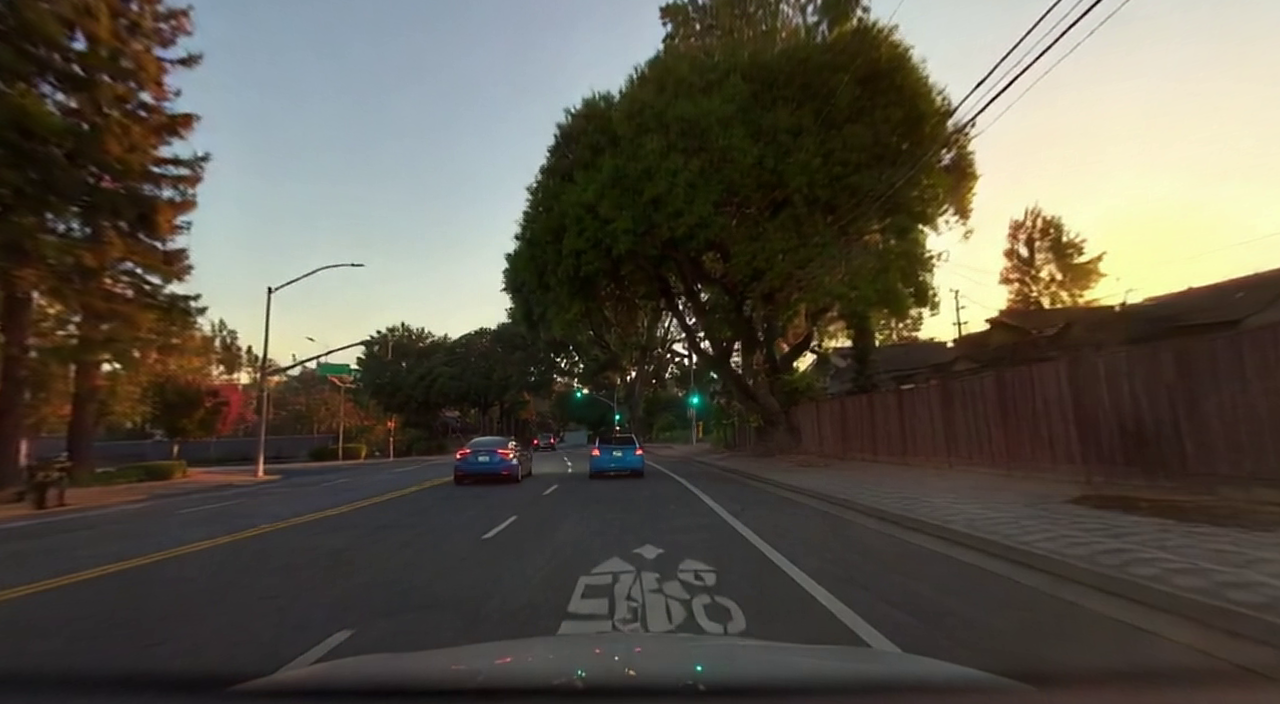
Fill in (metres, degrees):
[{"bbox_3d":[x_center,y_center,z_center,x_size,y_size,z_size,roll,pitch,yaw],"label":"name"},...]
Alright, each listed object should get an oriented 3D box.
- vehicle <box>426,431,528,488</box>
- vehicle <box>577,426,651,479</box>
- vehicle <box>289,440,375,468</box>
[{"bbox_3d":[-4.466,3.020,18.004,1.913,1.425,4.235,0,-9,-2],"label":"vehicle"},{"bbox_3d":[-0.898,3.252,20.547,2.168,1.504,4.284,1,-9,-4],"label":"vehicle"},{"bbox_3d":[-20.530,6.782,42.143,4.979,1.782,2.264,-3,-9,20],"label":"vehicle"}]
